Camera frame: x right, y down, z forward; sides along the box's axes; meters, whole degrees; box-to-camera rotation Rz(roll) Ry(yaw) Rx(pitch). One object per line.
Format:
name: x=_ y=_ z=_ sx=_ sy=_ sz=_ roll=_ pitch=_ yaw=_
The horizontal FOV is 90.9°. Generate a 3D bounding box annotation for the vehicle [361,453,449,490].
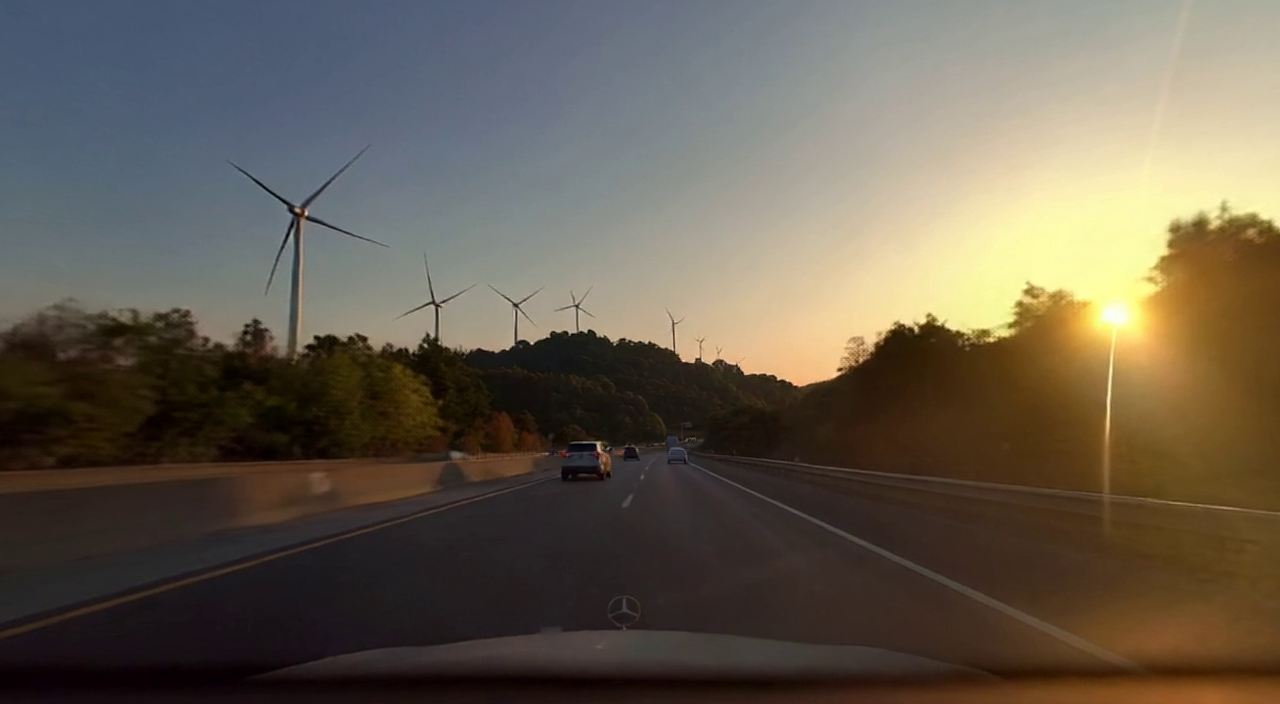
vehicle: x=-10.375 y=5.289 z=28.288 sx=1.960 sy=1.495 sz=4.870 roll=-1 pitch=-9 yaw=1

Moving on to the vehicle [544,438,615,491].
vehicle: x=-2.052 y=3.998 z=22.649 sx=2.038 sy=1.723 sz=4.150 roll=-1 pitch=-9 yaw=1
